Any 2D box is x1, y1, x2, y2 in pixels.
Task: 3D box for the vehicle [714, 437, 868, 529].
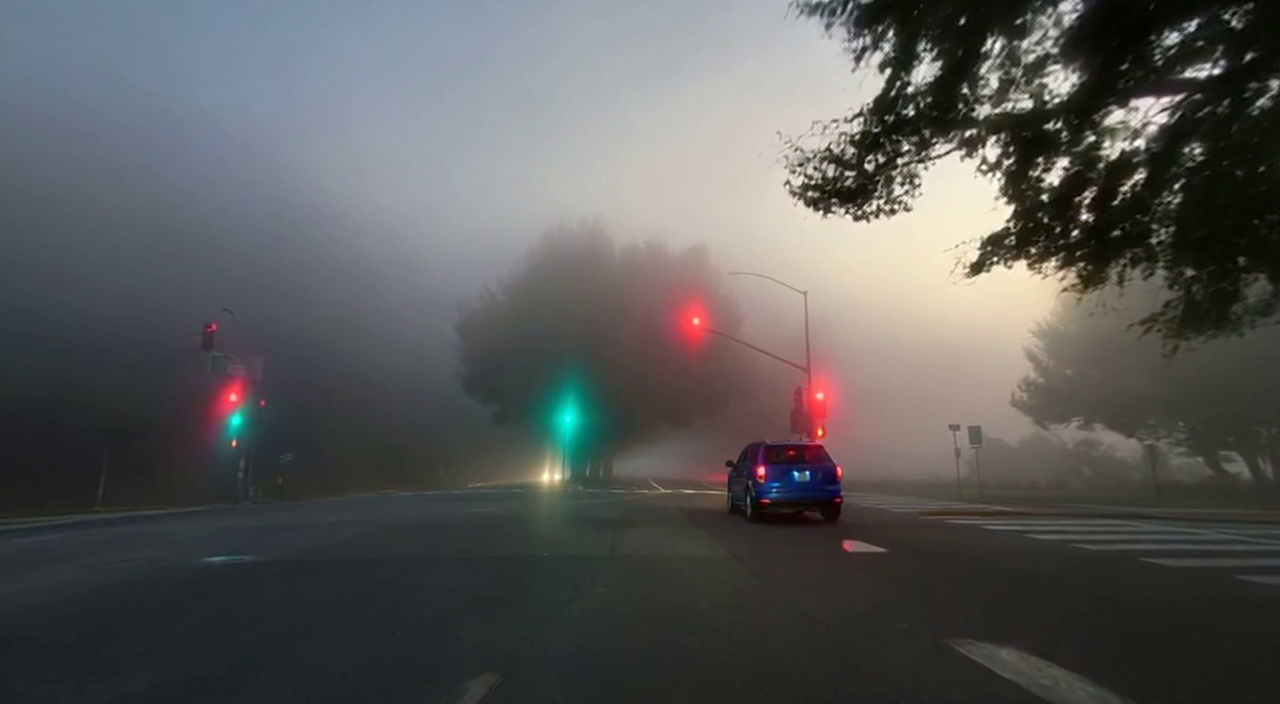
[{"bbox_3d":[3.052,2.754,14.019,2.140,1.655,4.786,1,-8,-1],"label":"vehicle"}]
